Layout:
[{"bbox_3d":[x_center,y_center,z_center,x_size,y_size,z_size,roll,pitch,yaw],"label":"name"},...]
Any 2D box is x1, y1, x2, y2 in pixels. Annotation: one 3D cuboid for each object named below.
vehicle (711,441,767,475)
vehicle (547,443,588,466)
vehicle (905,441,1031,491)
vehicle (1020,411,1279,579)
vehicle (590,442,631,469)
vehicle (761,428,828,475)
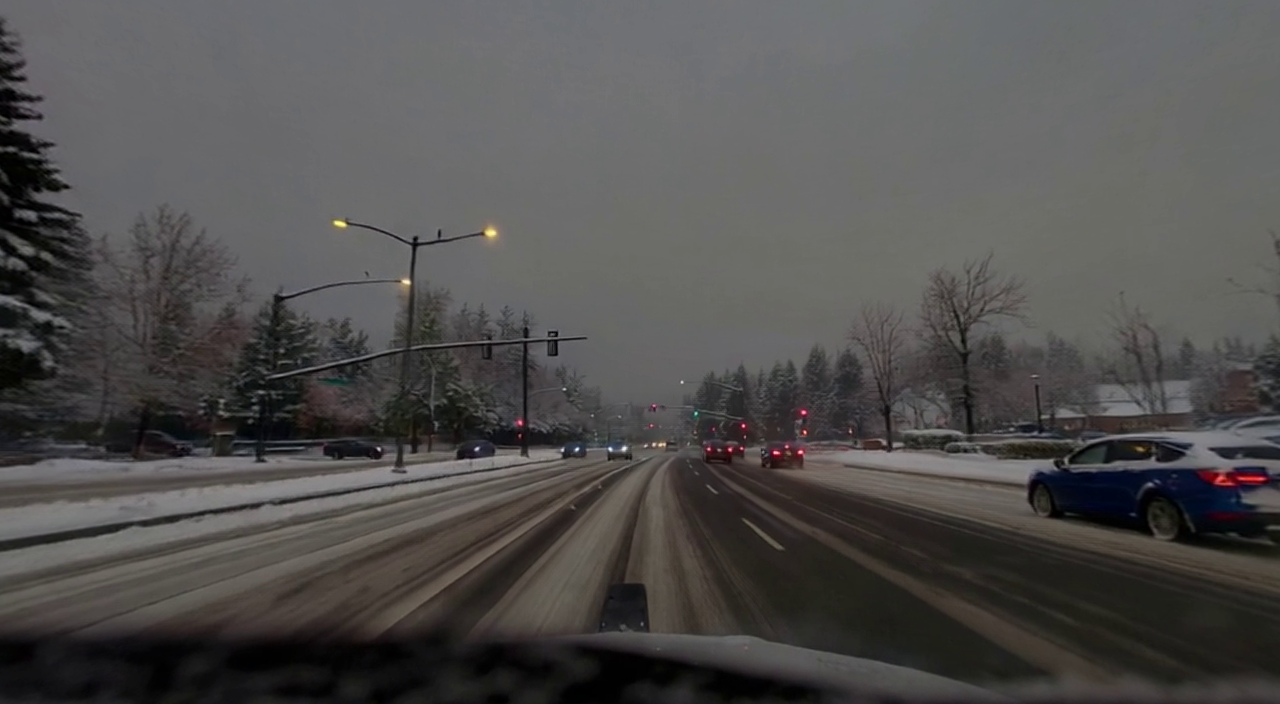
[{"bbox_3d":[4.947,5.362,32.244,2.292,1.563,4.734,0,-8,2],"label":"vehicle"},{"bbox_3d":[-4.978,7.084,43.848,2.004,1.529,4.319,-1,-8,4],"label":"vehicle"},{"bbox_3d":[11.205,3.894,21.987,1.963,1.513,4.600,0,-8,1],"label":"vehicle"},{"bbox_3d":[7.385,1.677,8.301,2.051,1.620,4.702,-1,-8,4],"label":"vehicle"},{"bbox_3d":[-1.729,6.192,38.046,1.958,1.542,4.175,-1,-8,5],"label":"vehicle"},{"bbox_3d":[7.735,5.041,32.149,2.186,2.202,5.426,0,-8,2],"label":"vehicle"}]
